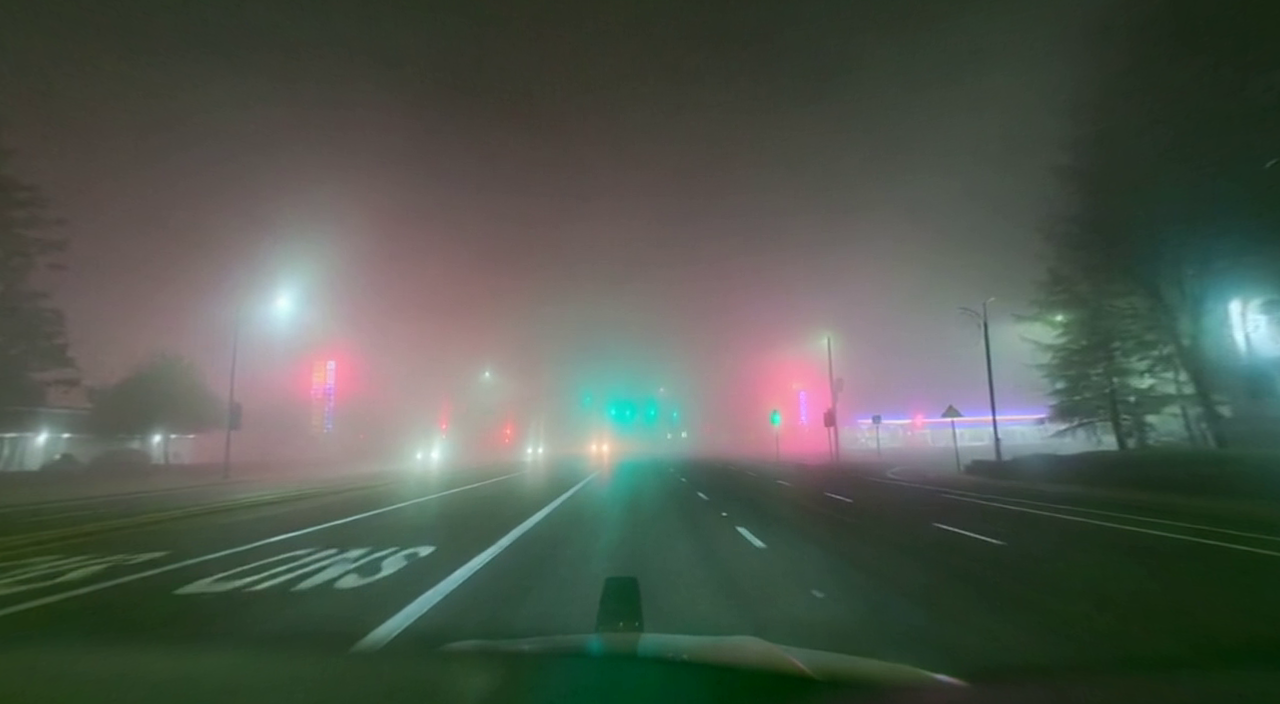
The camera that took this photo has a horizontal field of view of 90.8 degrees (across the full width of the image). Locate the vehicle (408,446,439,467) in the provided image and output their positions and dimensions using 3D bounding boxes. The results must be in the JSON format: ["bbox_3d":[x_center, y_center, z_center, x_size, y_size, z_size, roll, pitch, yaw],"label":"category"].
[{"bbox_3d":[-17.013,8.166,49.694,1.930,1.473,4.480,2,-8,-15],"label":"vehicle"}]

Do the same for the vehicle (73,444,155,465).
[{"bbox_3d":[-39.598,7.701,47.704,1.856,1.484,4.964,0,-8,1],"label":"vehicle"}]
